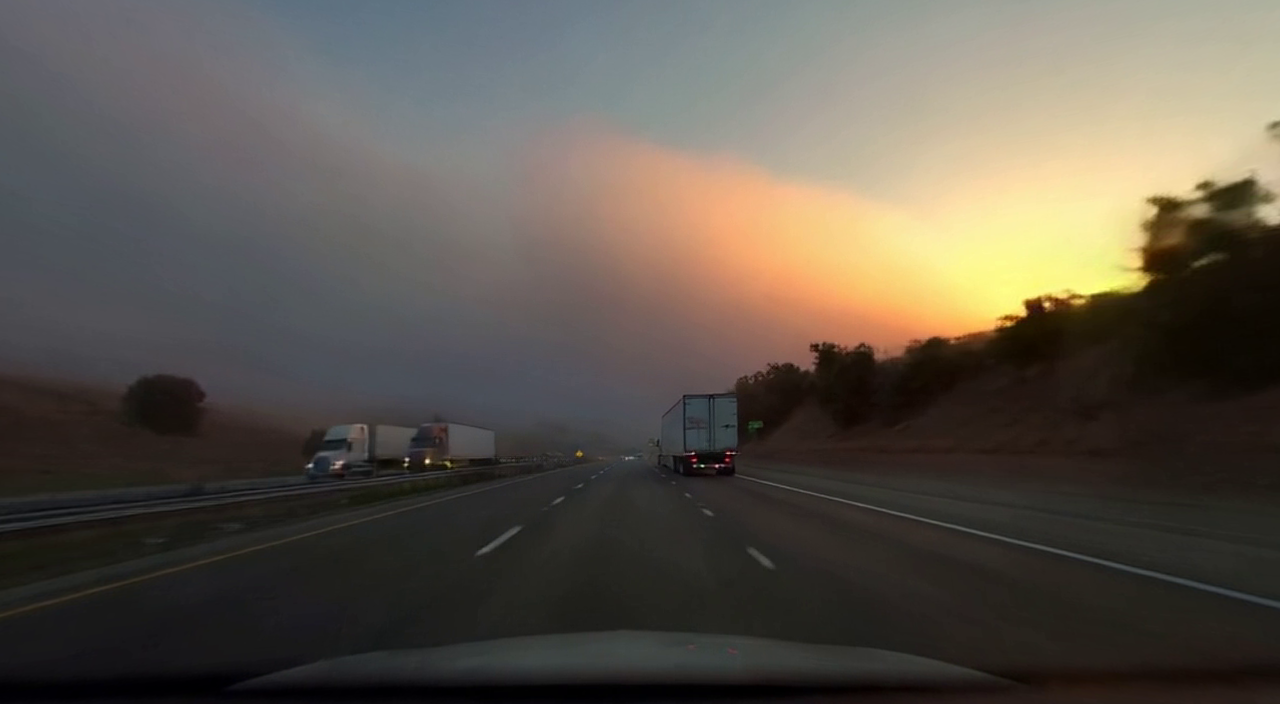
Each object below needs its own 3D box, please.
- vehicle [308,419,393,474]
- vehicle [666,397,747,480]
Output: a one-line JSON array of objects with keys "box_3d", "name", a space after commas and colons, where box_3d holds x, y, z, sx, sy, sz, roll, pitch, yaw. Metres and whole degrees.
[{"box_3d": [-21.970, 7.300, 48.326, 2.941, 3.857, 7.508, -1, -9, -1], "name": "vehicle"}, {"box_3d": [3.464, 5.182, 37.045, 3.037, 3.999, 13.133, 0, -9, -1], "name": "vehicle"}]
